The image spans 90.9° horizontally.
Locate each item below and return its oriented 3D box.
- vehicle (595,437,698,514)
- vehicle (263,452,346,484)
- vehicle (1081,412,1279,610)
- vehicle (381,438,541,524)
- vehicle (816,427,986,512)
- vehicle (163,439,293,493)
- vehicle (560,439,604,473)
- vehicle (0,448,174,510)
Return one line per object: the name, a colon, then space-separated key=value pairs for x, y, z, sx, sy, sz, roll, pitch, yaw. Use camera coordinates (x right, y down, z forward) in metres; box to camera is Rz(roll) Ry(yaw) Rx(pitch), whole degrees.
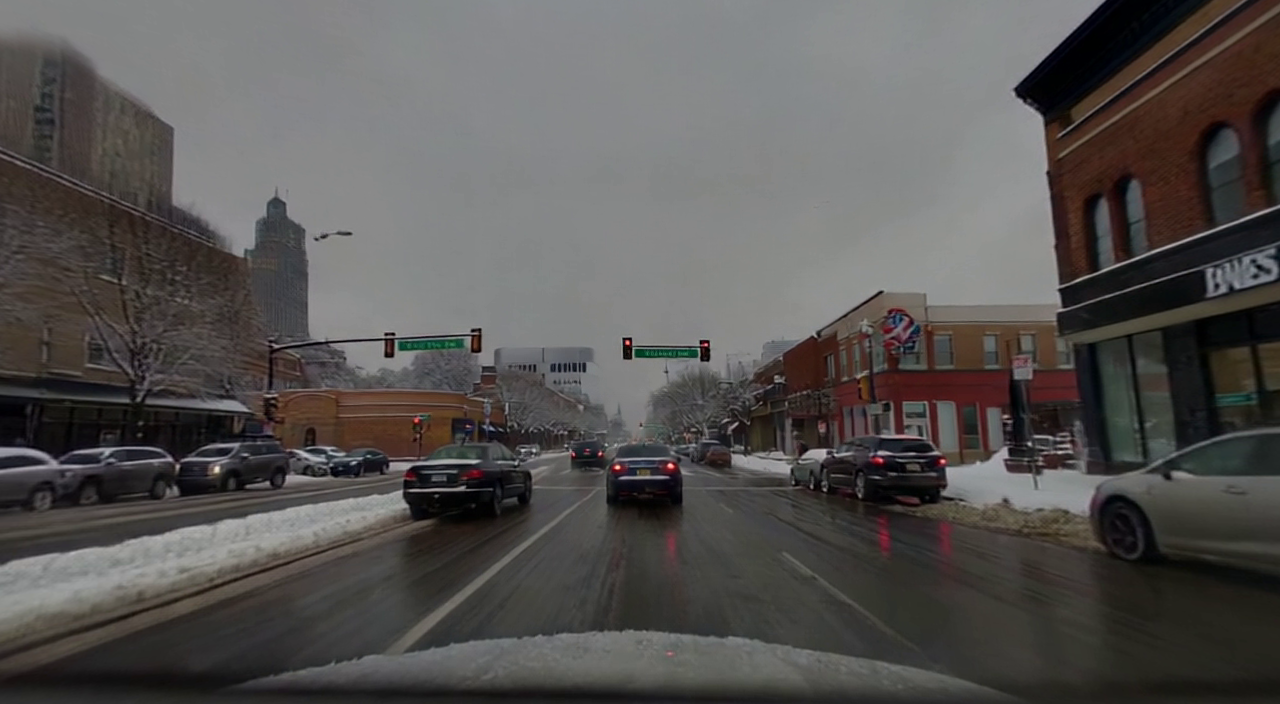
vehicle: x=0.102 y=2.753 z=14.530 sx=2.037 sy=1.484 sz=4.073 roll=0 pitch=-9 yaw=-1
vehicle: x=-17.179 y=5.926 z=32.507 sx=1.774 sy=1.436 sz=4.473 roll=0 pitch=-9 yaw=1
vehicle: x=6.598 y=1.402 z=5.595 sx=1.986 sy=1.722 sz=4.516 roll=0 pitch=-9 yaw=-1
vehicle: x=-3.431 y=2.552 z=13.044 sx=1.950 sy=1.450 sz=4.257 roll=0 pitch=-9 yaw=1
vehicle: x=6.579 y=3.020 z=16.765 sx=2.289 sy=1.867 sz=5.322 roll=0 pitch=-9 yaw=1
vehicle: x=-16.817 y=4.646 z=26.205 sx=2.239 sy=1.963 sz=5.779 roll=1 pitch=-9 yaw=-9
vehicle: x=-3.104 y=5.688 z=34.535 sx=2.007 sy=1.736 sz=4.185 roll=0 pitch=-9 yaw=1
vehicle: x=-17.094 y=3.824 z=19.543 sx=1.888 sy=1.692 sz=4.356 roll=0 pitch=-9 yaw=0
